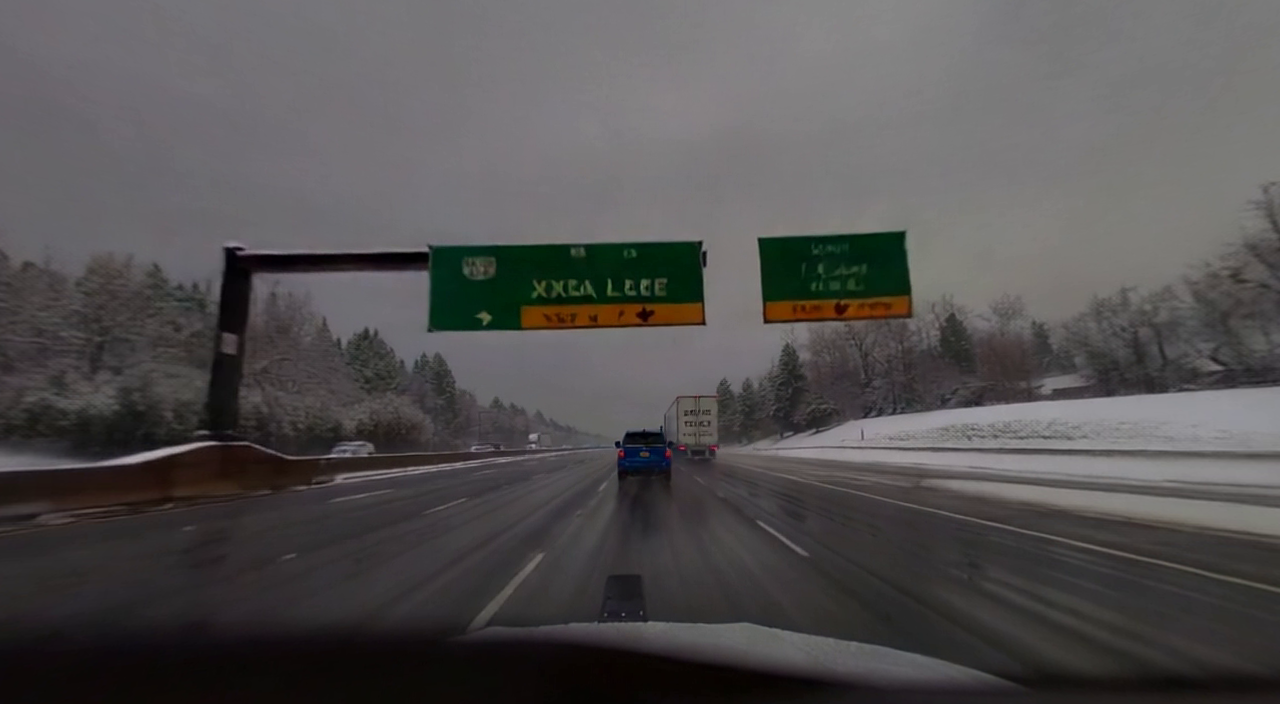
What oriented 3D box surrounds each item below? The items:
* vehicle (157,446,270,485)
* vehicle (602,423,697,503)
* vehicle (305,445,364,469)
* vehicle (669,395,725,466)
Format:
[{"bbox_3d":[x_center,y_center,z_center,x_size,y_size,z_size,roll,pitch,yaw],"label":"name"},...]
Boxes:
[{"bbox_3d":[-18.642,4.942,27.736,1.902,1.557,4.326,0,-8,1],"label":"vehicle"},{"bbox_3d":[0.233,2.723,15.749,2.054,1.706,4.201,0,-8,1],"label":"vehicle"},{"bbox_3d":[-22.074,7.584,45.579,1.906,1.591,4.494,0,-8,1],"label":"vehicle"},{"bbox_3d":[3.695,5.766,44.957,2.909,4.135,15.820,0,-8,1],"label":"vehicle"}]
